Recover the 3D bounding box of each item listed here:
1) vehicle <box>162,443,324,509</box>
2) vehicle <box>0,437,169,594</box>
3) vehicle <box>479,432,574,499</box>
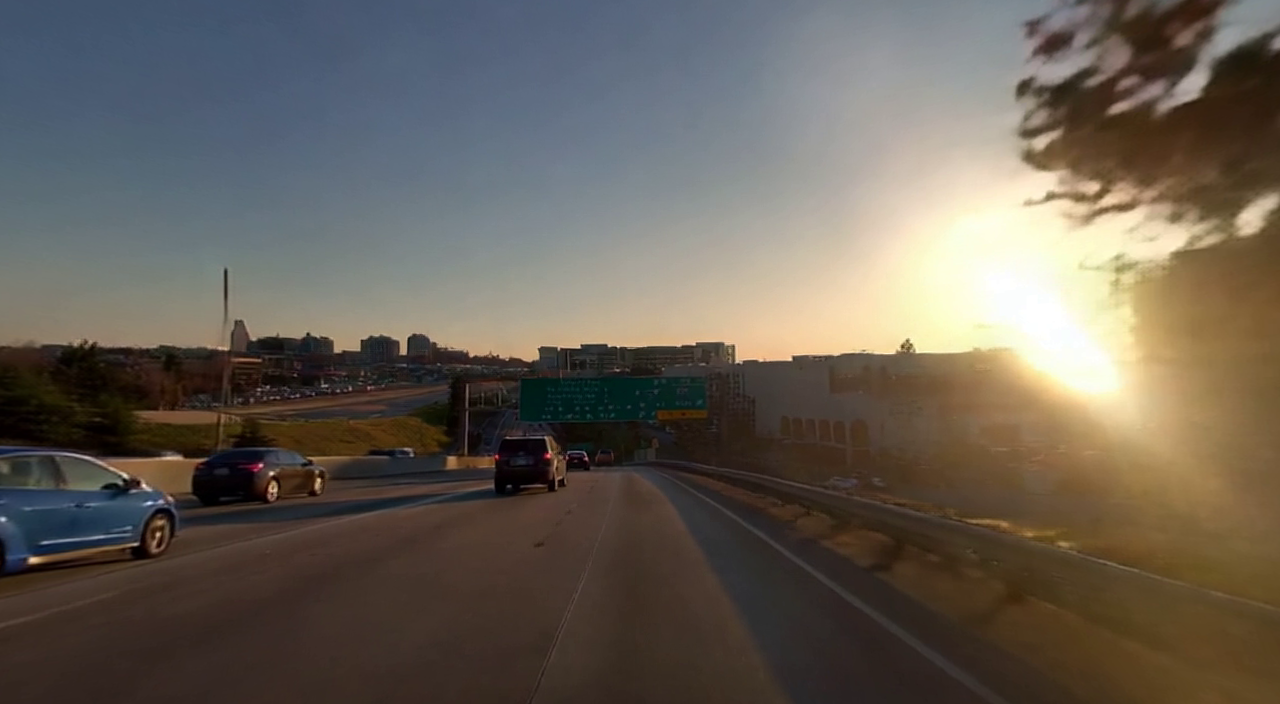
[{"bbox_3d":[-11.380,3.546,18.555,1.919,1.665,4.394,0,-9,-1],"label":"vehicle"},{"bbox_3d":[-7.112,1.654,6.555,1.796,1.509,3.393,0,-9,-1],"label":"vehicle"},{"bbox_3d":[-3.704,3.822,21.717,2.301,1.985,5.247,0,-9,0],"label":"vehicle"}]
